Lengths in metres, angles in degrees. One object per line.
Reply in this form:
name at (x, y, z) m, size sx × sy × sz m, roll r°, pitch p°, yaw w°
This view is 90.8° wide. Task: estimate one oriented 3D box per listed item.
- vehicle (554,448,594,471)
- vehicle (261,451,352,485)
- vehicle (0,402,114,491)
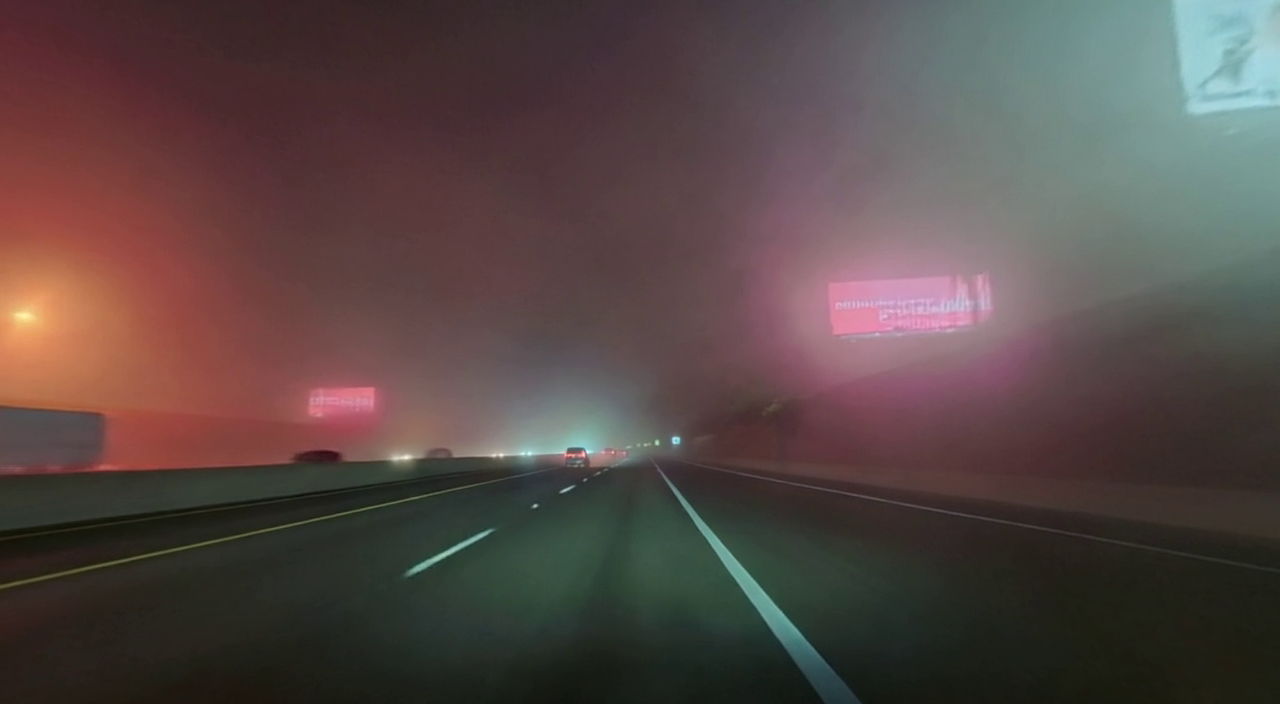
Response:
vehicle at (-4.314, 7.086, 41.899) m, size 2.078 × 1.457 × 4.648 m, roll 0°, pitch -8°, yaw 1°
vehicle at (-15.273, 5.305, 29.239) m, size 1.887 × 1.428 × 4.258 m, roll 0°, pitch -9°, yaw 0°
vehicle at (-25.909, 3.573, 23.769) m, size 3.232 × 3.343 × 10.548 m, roll 0°, pitch -9°, yaw -1°
